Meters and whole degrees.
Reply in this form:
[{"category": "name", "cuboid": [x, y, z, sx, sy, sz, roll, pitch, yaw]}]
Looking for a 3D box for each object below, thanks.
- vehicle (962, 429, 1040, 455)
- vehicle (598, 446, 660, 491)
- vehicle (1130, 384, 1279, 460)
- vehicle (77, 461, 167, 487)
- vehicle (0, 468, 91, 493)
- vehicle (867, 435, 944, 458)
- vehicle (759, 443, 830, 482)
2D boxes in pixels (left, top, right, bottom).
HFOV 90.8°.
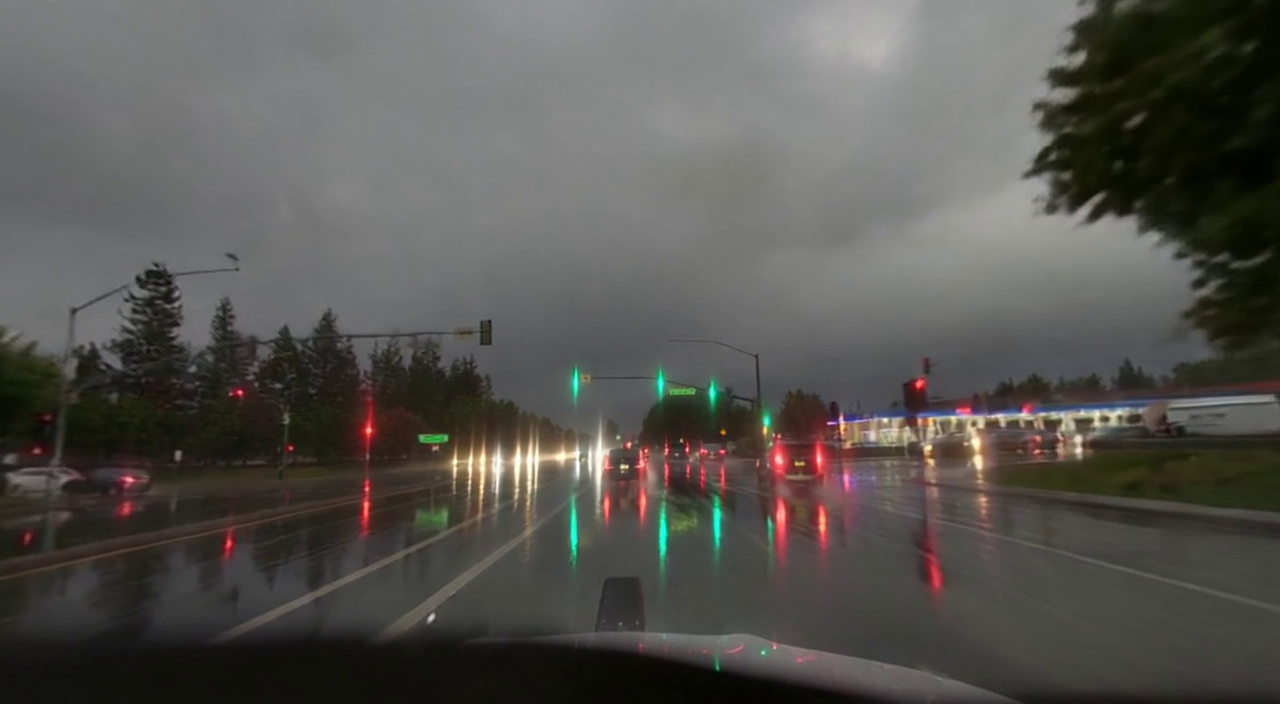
[{"category": "vehicle", "cuboid": [27.345, 6.833, 47.881, 4.724, 1.793, 1.777, -1, -9, 0]}, {"category": "vehicle", "cuboid": [-0.373, 4.119, 22.670, 2.040, 1.451, 3.736, 0, -9, 0]}, {"category": "vehicle", "cuboid": [29.018, 3.620, 31.219, 2.940, 3.265, 7.968, 0, -9, -1]}, {"category": "vehicle", "cuboid": [-34.663, 8.159, 42.369, 4.287, 1.612, 1.993, 0, -9, 2]}, {"category": "vehicle", "cuboid": [-37.712, 8.124, 40.006, 4.308, 1.430, 1.824, -1, -9, 6]}, {"category": "vehicle", "cuboid": [20.011, 7.145, 47.734, 4.796, 1.488, 1.966, -2, -9, -1]}, {"category": "vehicle", "cuboid": [6.422, 4.636, 26.756, 1.890, 1.489, 4.396, 0, -9, 0]}]
